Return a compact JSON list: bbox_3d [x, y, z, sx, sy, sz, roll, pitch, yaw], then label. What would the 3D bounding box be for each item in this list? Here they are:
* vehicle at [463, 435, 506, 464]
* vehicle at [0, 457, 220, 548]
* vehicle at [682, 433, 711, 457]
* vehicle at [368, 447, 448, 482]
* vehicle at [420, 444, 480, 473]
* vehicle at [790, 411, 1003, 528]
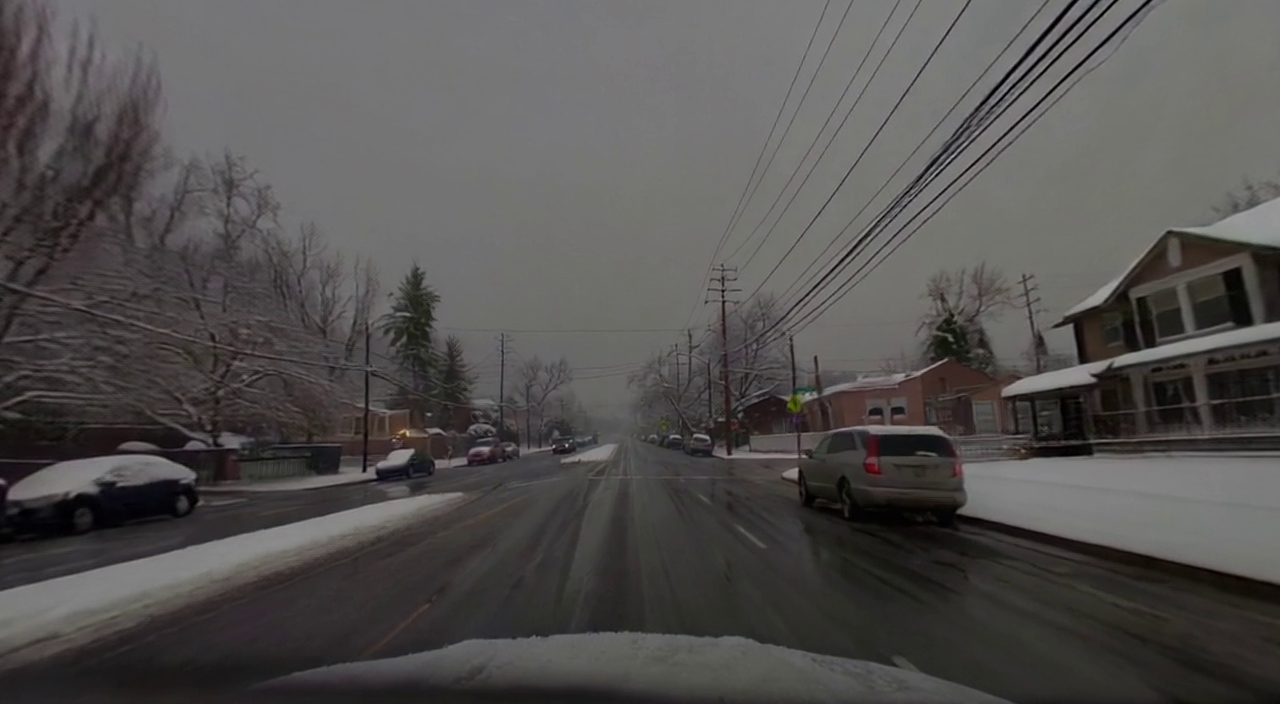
[{"bbox_3d":[-11.279,7.124,46.208,2.056,1.980,4.763,0,-8,-1],"label":"vehicle"},{"bbox_3d":[-11.098,2.975,13.159,1.778,1.470,4.217,0,-8,0],"label":"vehicle"},{"bbox_3d":[4.252,7.094,48.176,1.867,1.680,4.176,0,-8,0],"label":"vehicle"},{"bbox_3d":[-11.213,5.448,30.959,1.970,1.523,4.702,-1,-8,2],"label":"vehicle"},{"bbox_3d":[-11.161,6.265,37.460,2.082,1.540,4.654,0,-8,0],"label":"vehicle"},{"bbox_3d":[4.497,2.128,11.985,2.126,1.802,4.259,0,-8,-2],"label":"vehicle"}]
